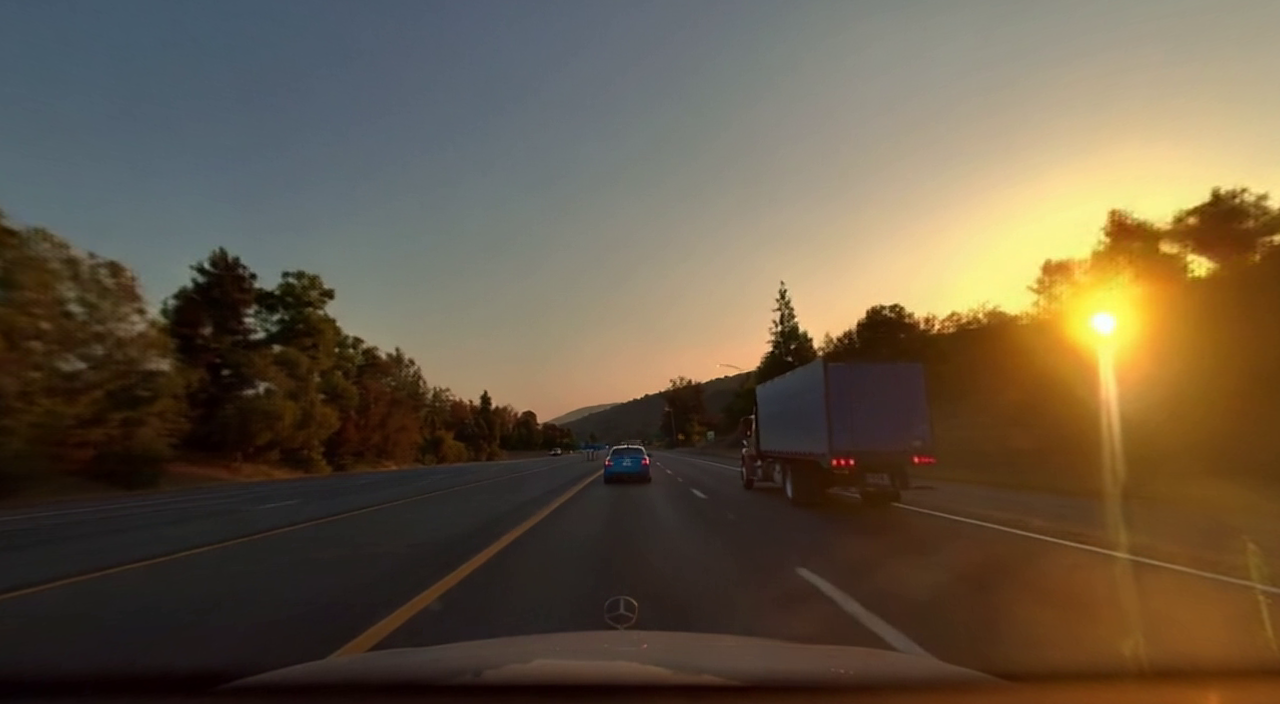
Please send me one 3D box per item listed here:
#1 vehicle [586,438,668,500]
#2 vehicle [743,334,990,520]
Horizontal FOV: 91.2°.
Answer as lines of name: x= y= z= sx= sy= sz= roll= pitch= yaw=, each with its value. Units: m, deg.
vehicle: x=-0.343 y=3.220 z=17.585 sx=2.066 sy=1.490 sz=3.759 roll=-1 pitch=-9 yaw=0
vehicle: x=4.508 y=1.816 z=14.498 sx=2.791 sy=3.201 sz=7.145 roll=0 pitch=-9 yaw=-1
